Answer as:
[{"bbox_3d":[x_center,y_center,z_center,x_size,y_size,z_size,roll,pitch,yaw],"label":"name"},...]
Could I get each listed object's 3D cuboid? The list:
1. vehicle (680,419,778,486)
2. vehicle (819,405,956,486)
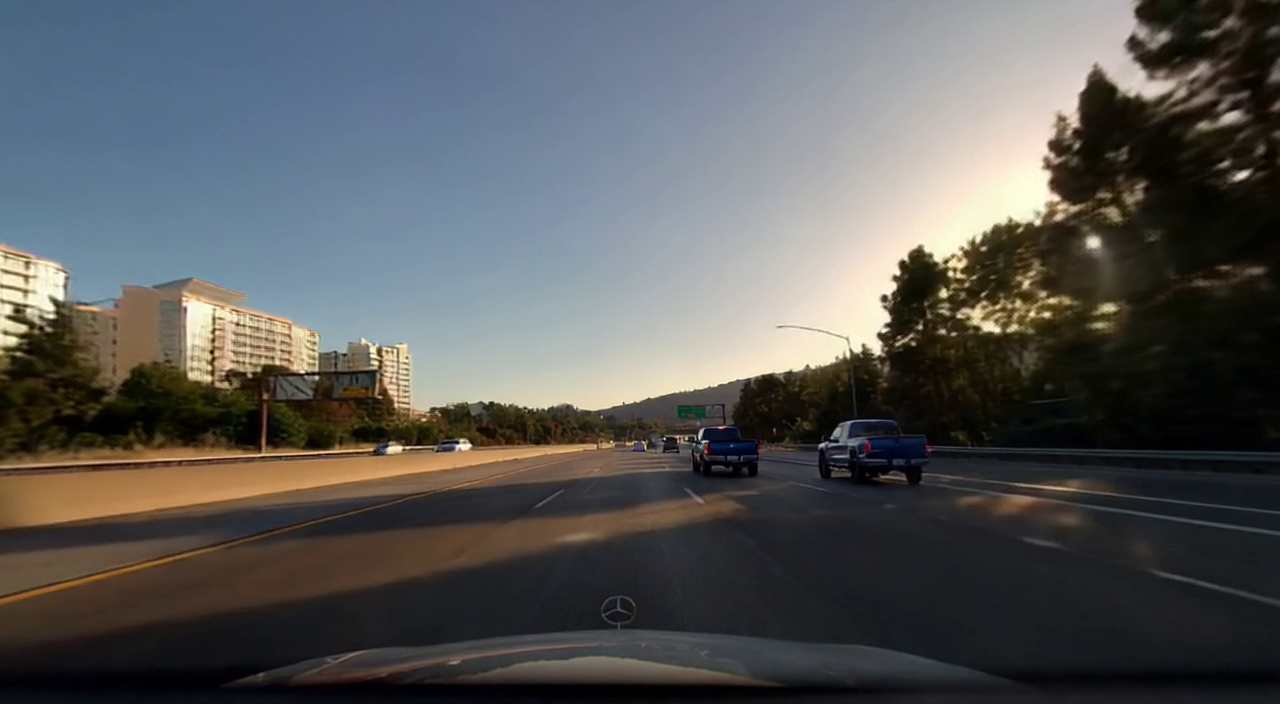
[{"bbox_3d":[2.840,3.377,21.396,2.462,1.984,4.718,0,-8,-2],"label":"vehicle"},{"bbox_3d":[7.762,3.044,20.581,2.158,2.268,5.396,0,-9,-1],"label":"vehicle"}]
